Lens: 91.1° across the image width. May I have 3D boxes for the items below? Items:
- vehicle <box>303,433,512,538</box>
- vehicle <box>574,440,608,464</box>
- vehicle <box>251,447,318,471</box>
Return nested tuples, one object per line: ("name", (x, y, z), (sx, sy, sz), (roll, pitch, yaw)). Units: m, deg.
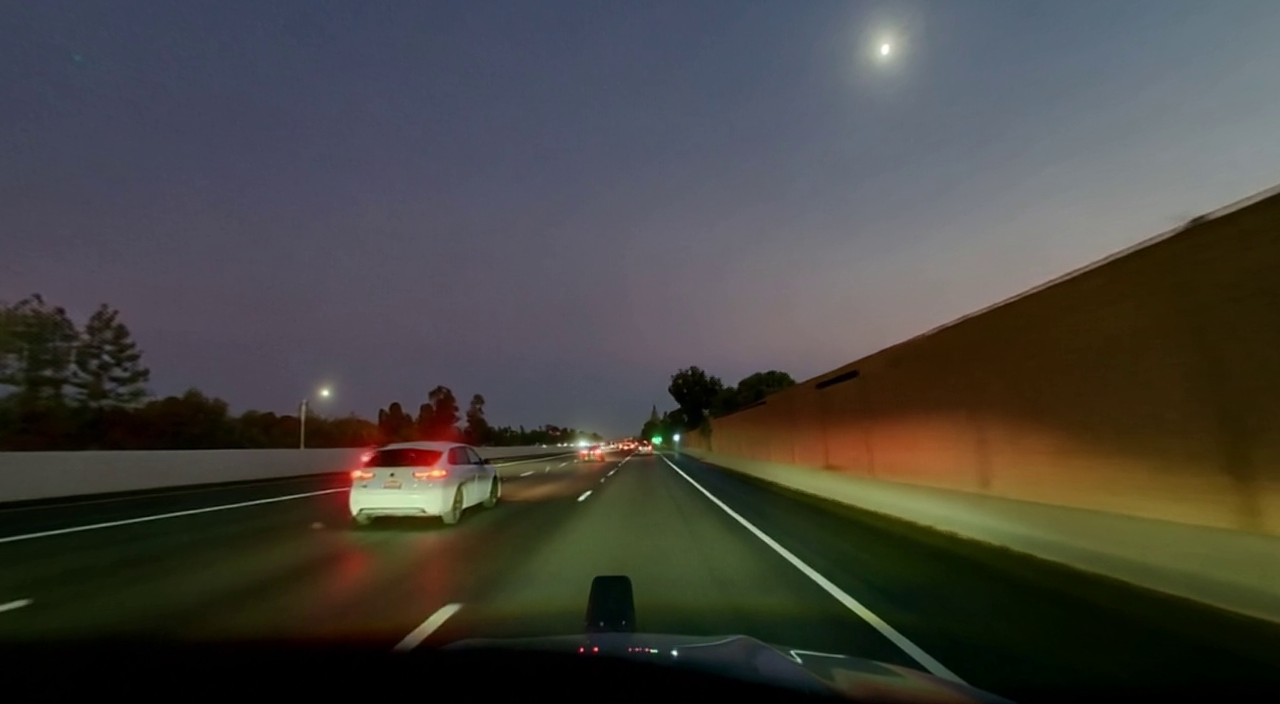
("vehicle", (-3.860, 2.294, 11.523), (1.945, 1.484, 4.803), (-1, -8, 1))
("vehicle", (-3.537, 7.254, 45.845), (2.036, 1.636, 4.511), (-1, -8, 1))
("vehicle", (-24.716, 7.436, 43.824), (1.856, 1.487, 4.570), (-1, -8, 2))
